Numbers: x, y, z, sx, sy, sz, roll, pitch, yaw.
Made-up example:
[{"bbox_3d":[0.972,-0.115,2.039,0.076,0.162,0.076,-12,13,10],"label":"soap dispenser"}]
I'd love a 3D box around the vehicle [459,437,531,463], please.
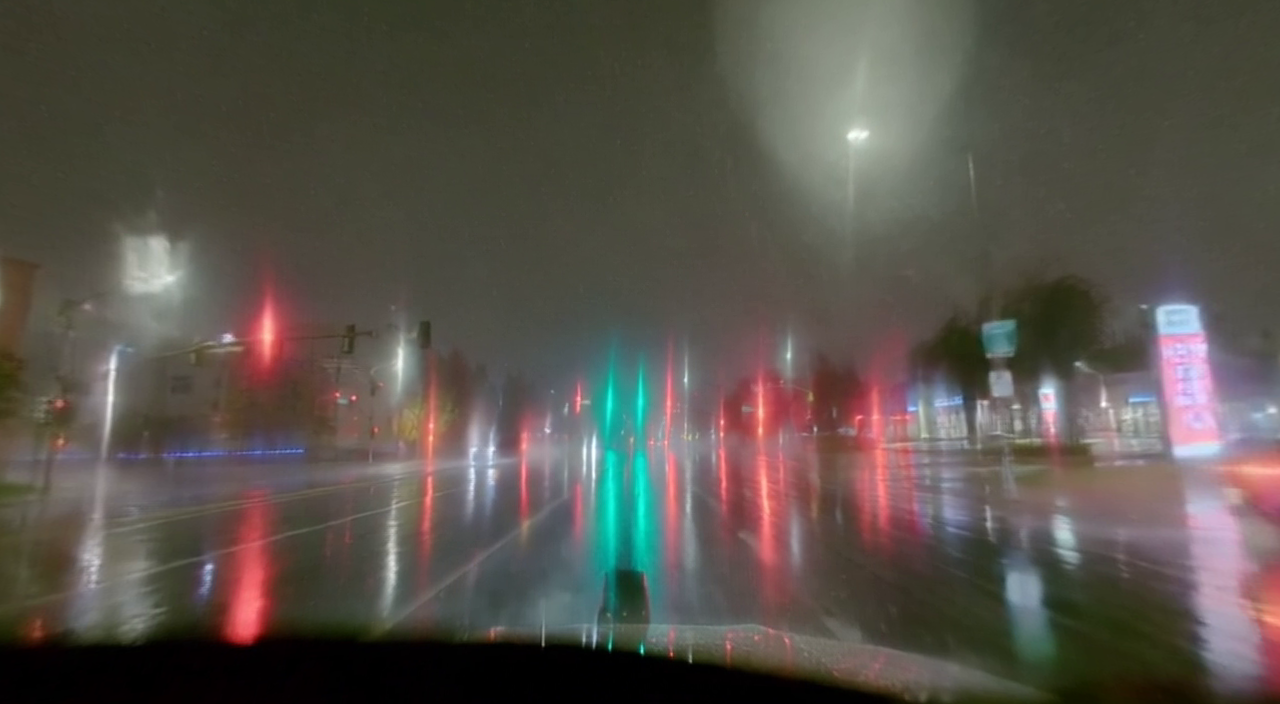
[{"bbox_3d":[-10.806,7.306,46.924,4.938,1.863,2.162,-5,-9,27],"label":"vehicle"}]

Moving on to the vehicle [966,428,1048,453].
[{"bbox_3d":[22.402,5.409,38.469,4.694,1.481,1.884,4,-9,-25],"label":"vehicle"}]
